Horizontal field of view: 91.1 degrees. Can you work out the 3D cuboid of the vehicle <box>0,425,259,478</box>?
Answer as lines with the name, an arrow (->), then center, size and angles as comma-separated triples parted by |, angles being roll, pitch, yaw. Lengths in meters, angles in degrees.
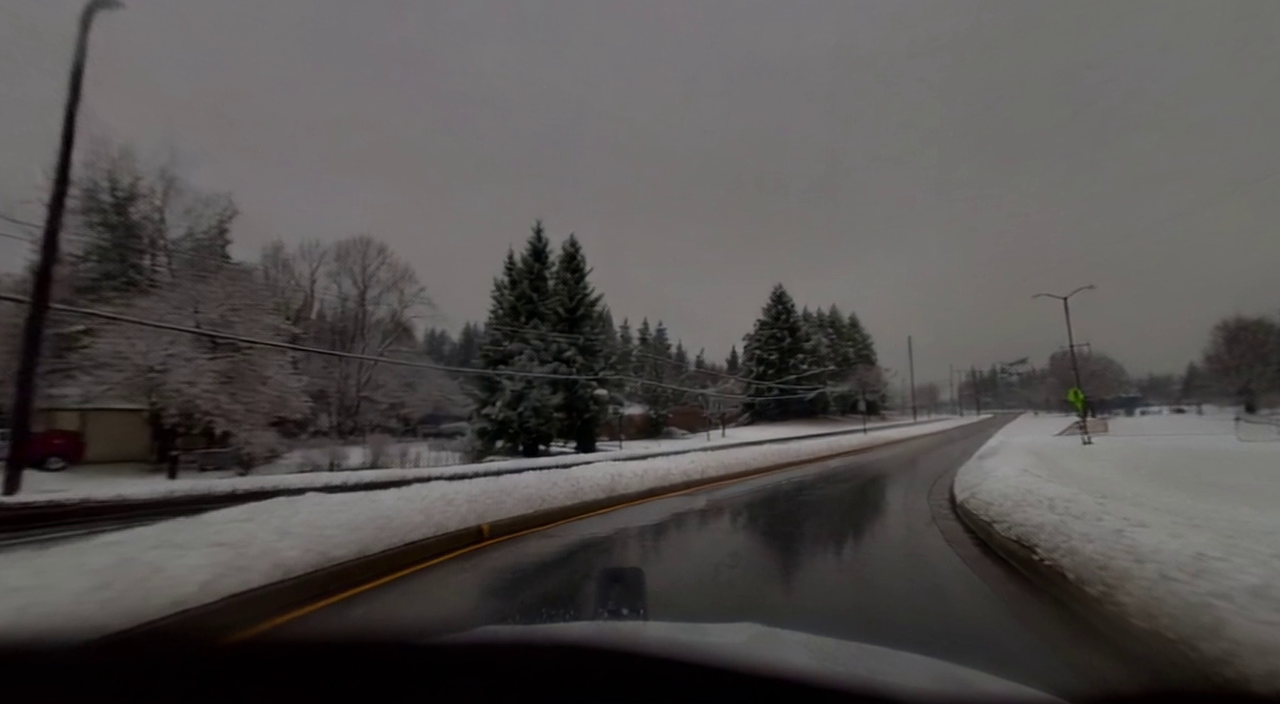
vehicle -> -27.671, 5.156, 33.314 | 2.837, 2.354, 12.960 | -5, -9, 28
